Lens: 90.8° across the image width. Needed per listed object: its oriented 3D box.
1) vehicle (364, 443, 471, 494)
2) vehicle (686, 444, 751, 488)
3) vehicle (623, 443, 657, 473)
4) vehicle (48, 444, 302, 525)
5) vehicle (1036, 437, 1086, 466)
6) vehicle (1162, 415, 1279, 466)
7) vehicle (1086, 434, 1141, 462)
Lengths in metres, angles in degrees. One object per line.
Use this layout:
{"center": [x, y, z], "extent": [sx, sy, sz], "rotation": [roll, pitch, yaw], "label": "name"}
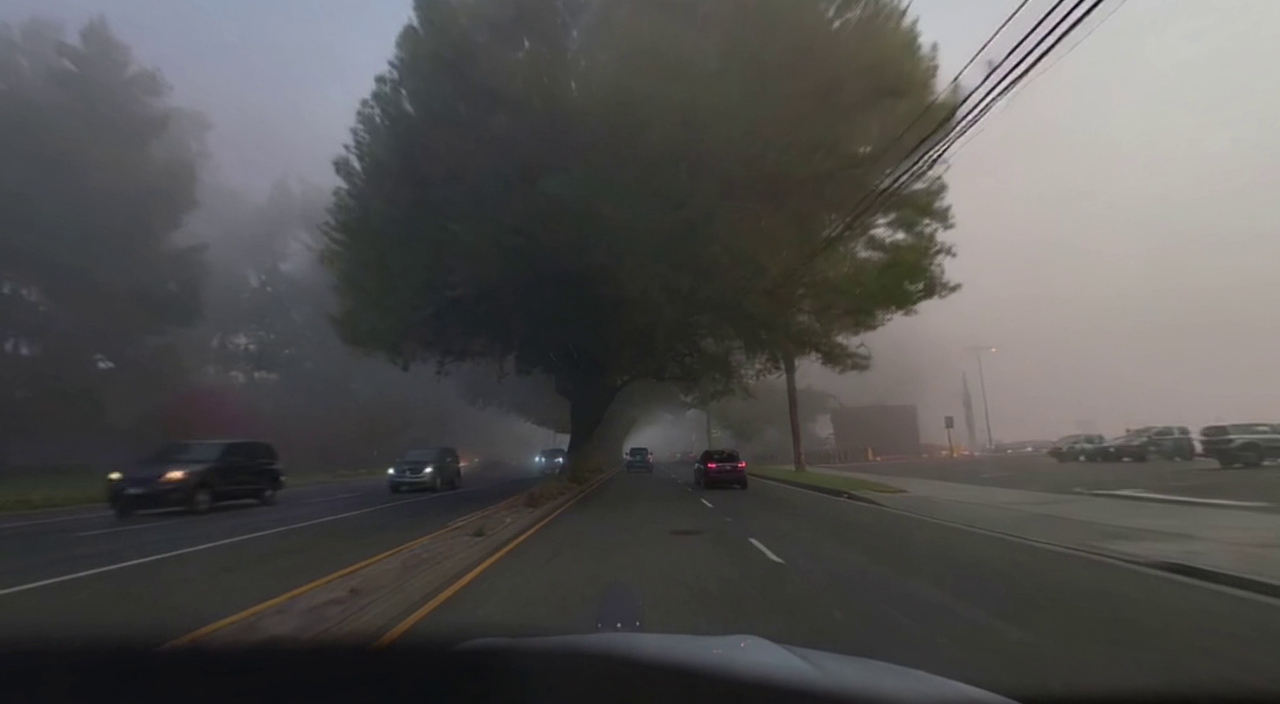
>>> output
{"center": [-8.381, 4.412, 24.336], "extent": [2.518, 1.719, 4.314], "rotation": [-1, -8, 0], "label": "vehicle"}
{"center": [3.057, 4.537, 25.532], "extent": [1.990, 1.592, 4.294], "rotation": [0, -8, -1], "label": "vehicle"}
{"center": [-0.024, 6.977, 41.770], "extent": [2.163, 1.825, 4.073], "rotation": [-1, -8, 0], "label": "vehicle"}
{"center": [-11.857, 3.364, 16.903], "extent": [2.383, 1.725, 5.760], "rotation": [-1, -8, 1], "label": "vehicle"}
{"center": [24.408, 5.744, 36.546], "extent": [2.071, 1.528, 4.644], "rotation": [-7, -10, 36], "label": "vehicle"}
{"center": [23.056, 3.333, 23.713], "extent": [2.187, 1.757, 4.663], "rotation": [3, -9, -22], "label": "vehicle"}
{"center": [27.442, 5.578, 36.716], "extent": [1.825, 1.476, 3.833], "rotation": [-5, -9, 27], "label": "vehicle"}
